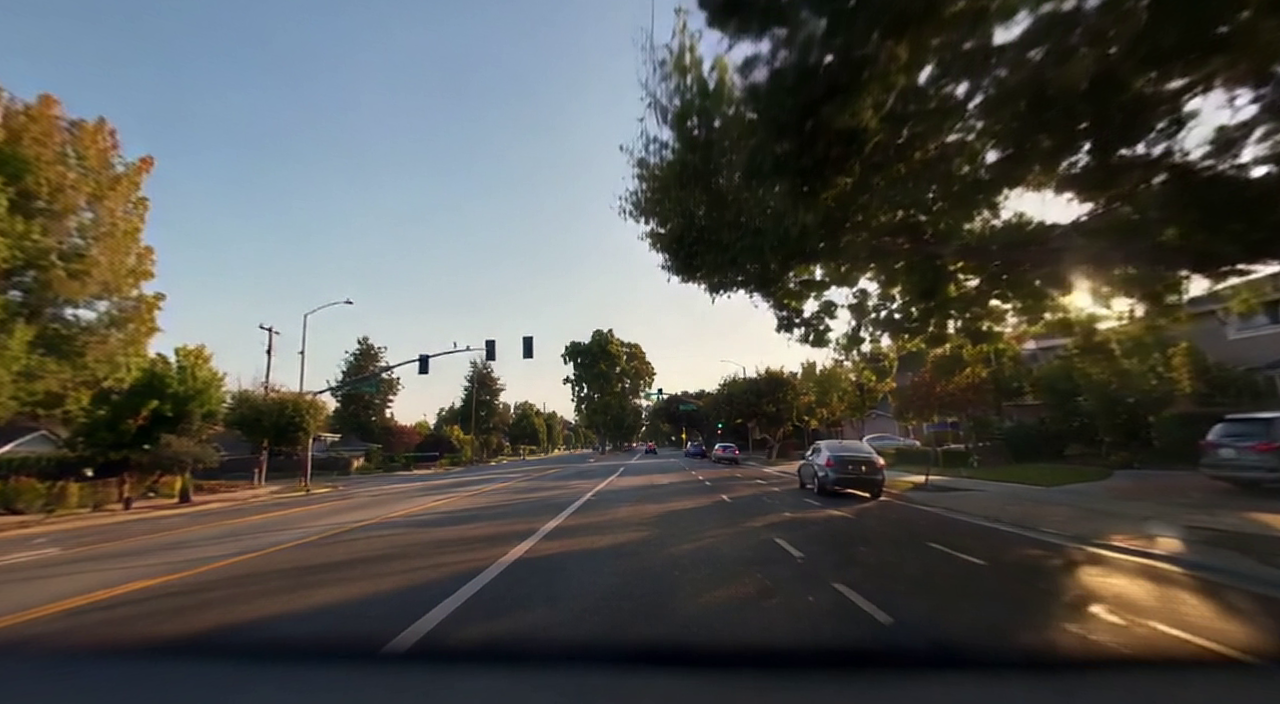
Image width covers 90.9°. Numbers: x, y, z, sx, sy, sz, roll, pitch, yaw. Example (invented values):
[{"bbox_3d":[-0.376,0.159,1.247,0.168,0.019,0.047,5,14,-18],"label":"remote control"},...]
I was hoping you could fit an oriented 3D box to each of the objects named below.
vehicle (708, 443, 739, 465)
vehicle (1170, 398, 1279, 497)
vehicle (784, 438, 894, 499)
[{"bbox_3d":[6.171,7.602,47.199,1.855,1.520,4.808,0,-8,2],"label":"vehicle"},{"bbox_3d":[13.290,1.803,11.927,4.474,1.710,2.148,0,-8,1],"label":"vehicle"},{"bbox_3d":[5.650,3.331,18.463,1.950,1.567,4.083,0,-8,1],"label":"vehicle"}]
